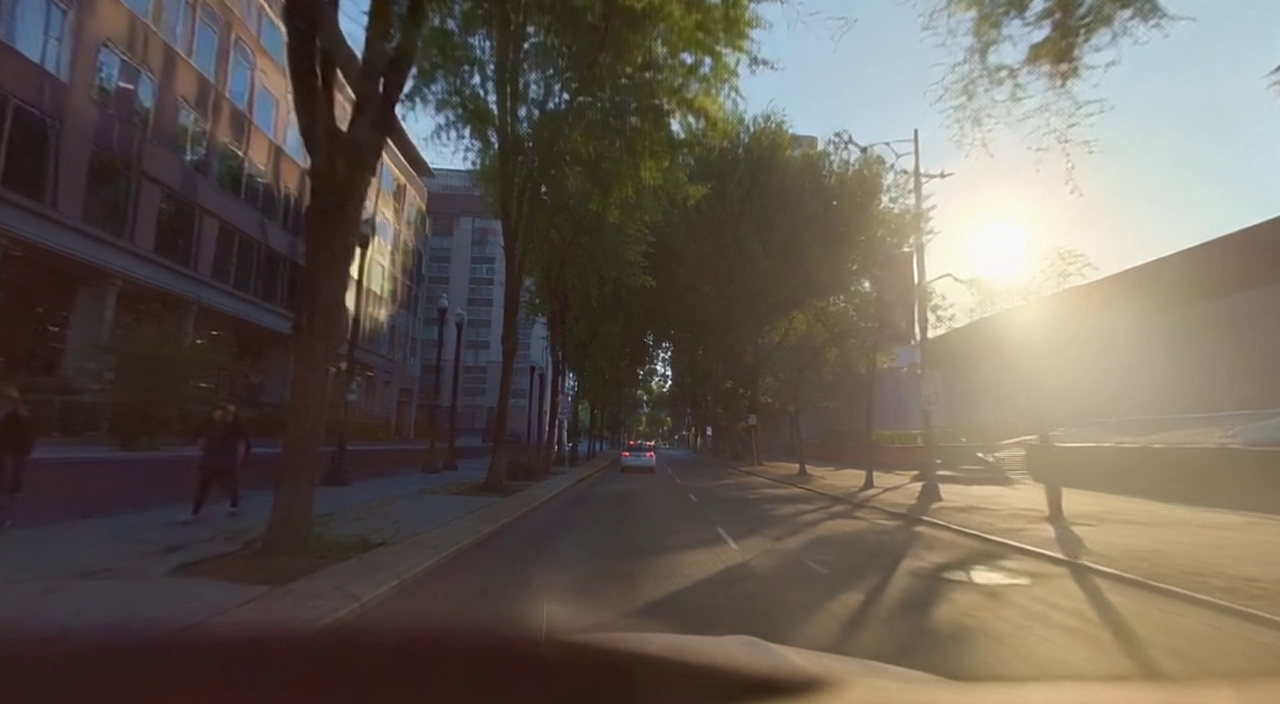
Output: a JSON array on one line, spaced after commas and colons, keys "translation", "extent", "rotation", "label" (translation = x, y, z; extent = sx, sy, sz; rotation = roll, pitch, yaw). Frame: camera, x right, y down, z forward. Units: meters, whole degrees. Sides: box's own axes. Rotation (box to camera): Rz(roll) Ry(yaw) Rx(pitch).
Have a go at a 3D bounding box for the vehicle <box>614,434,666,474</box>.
[{"translation": [-0.032, 4.413, 27.552], "extent": [2.079, 1.621, 3.861], "rotation": [0, -8, -1], "label": "vehicle"}]
